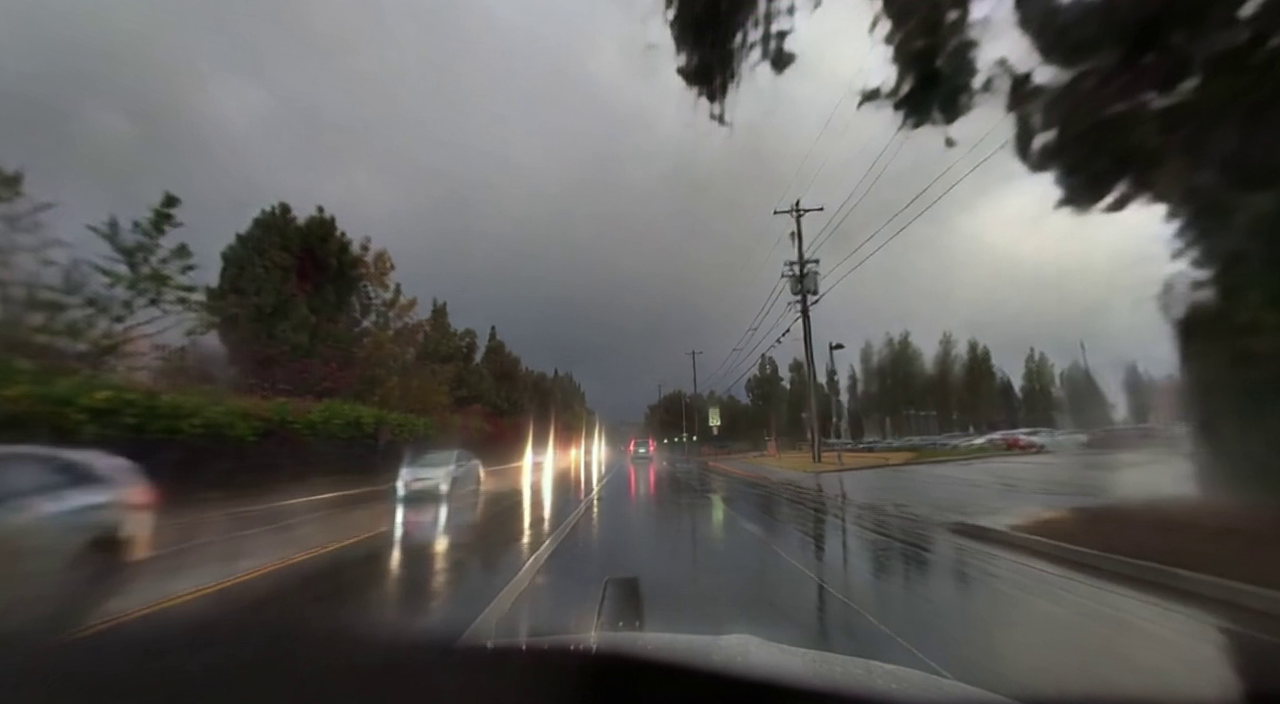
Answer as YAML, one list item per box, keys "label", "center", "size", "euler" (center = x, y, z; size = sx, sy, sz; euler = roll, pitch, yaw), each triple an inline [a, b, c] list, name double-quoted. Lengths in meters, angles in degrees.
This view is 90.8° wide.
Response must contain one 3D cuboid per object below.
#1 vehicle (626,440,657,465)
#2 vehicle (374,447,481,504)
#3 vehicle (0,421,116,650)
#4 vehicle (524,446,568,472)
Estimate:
- label: "vehicle"
  center: [0.087, 7.459, 46.927]
  size: [2.163, 1.746, 4.073]
  euler: [0, -8, -1]
- label: "vehicle"
  center: [-6.222, 3.618, 18.987]
  size: [1.933, 1.492, 3.755]
  euler: [-1, -8, 0]
- label: "vehicle"
  center: [-5.471, 1.168, 3.452]
  size: [1.792, 1.628, 4.000]
  euler: [0, -8, -1]
- label: "vehicle"
  center: [-5.736, 6.598, 39.102]
  size: [2.030, 1.445, 4.321]
  euler: [-1, -8, 1]
